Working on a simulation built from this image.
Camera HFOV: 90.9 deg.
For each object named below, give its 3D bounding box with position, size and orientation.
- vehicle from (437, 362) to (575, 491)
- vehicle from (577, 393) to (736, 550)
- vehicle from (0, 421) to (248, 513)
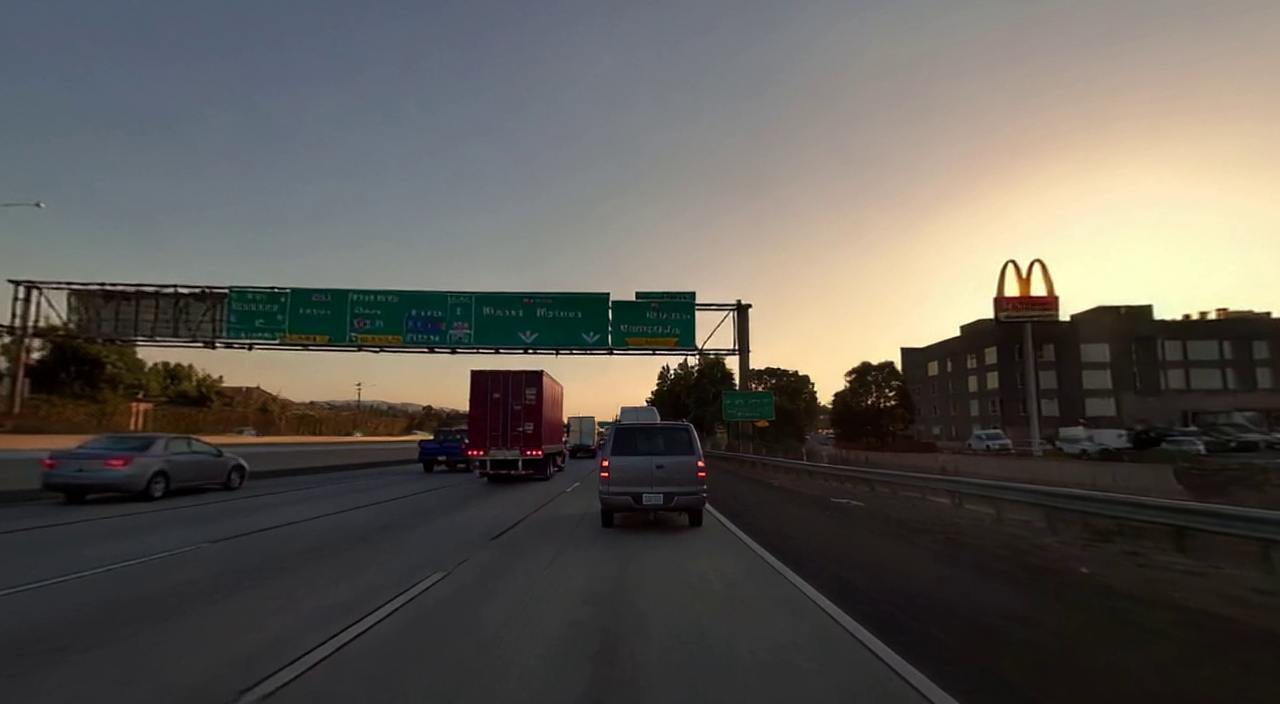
[{"bbox_3d":[-4.074,2.648,21.515,2.814,3.513,8.529,0,-9,0],"label":"vehicle"},{"bbox_3d":[0.139,1.771,9.851,1.947,1.910,4.040,0,-9,-2],"label":"vehicle"},{"bbox_3d":[-11.256,2.500,14.170,1.915,1.710,4.670,0,-9,-1],"label":"vehicle"}]
